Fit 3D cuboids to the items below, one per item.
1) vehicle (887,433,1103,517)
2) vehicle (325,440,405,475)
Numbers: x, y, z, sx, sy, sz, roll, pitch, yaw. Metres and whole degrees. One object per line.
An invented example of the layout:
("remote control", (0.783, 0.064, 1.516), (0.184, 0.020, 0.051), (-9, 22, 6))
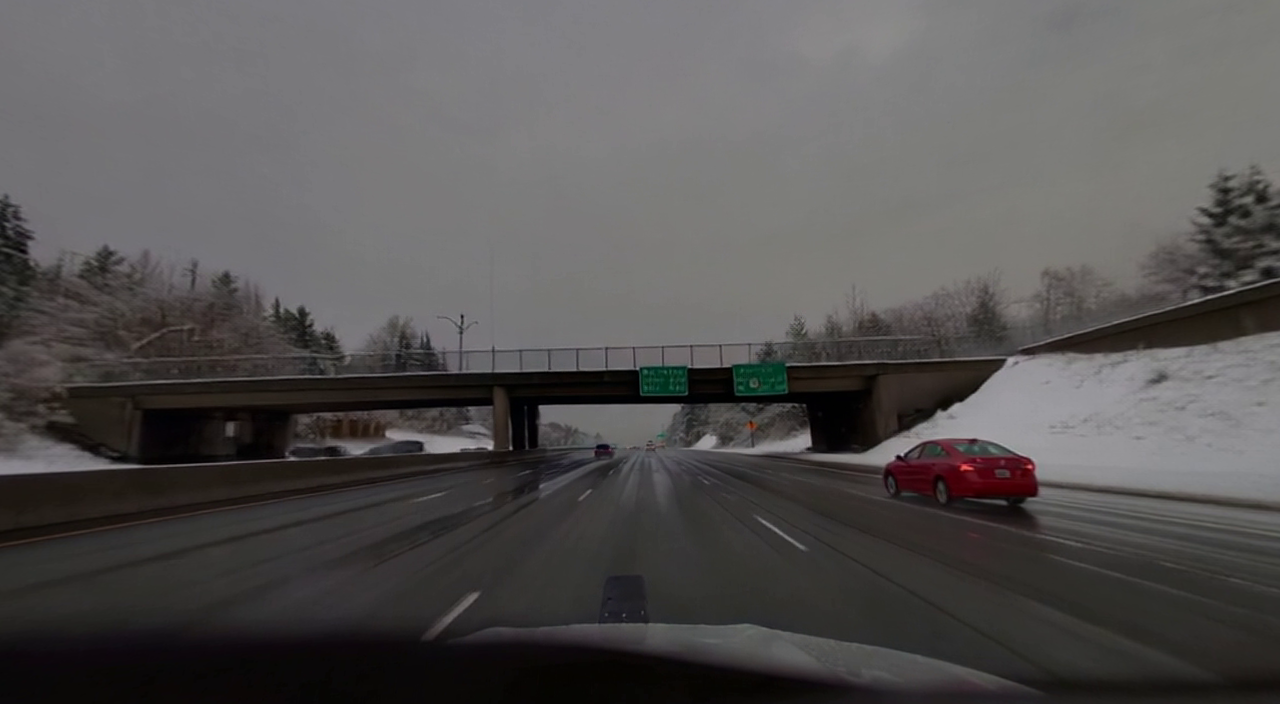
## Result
("vehicle", (7.193, 2.525, 13.493), (1.914, 1.465, 4.574), (0, -8, 0))
("vehicle", (-13.021, 5.013, 30.158), (1.858, 1.535, 4.320), (0, -8, 0))
